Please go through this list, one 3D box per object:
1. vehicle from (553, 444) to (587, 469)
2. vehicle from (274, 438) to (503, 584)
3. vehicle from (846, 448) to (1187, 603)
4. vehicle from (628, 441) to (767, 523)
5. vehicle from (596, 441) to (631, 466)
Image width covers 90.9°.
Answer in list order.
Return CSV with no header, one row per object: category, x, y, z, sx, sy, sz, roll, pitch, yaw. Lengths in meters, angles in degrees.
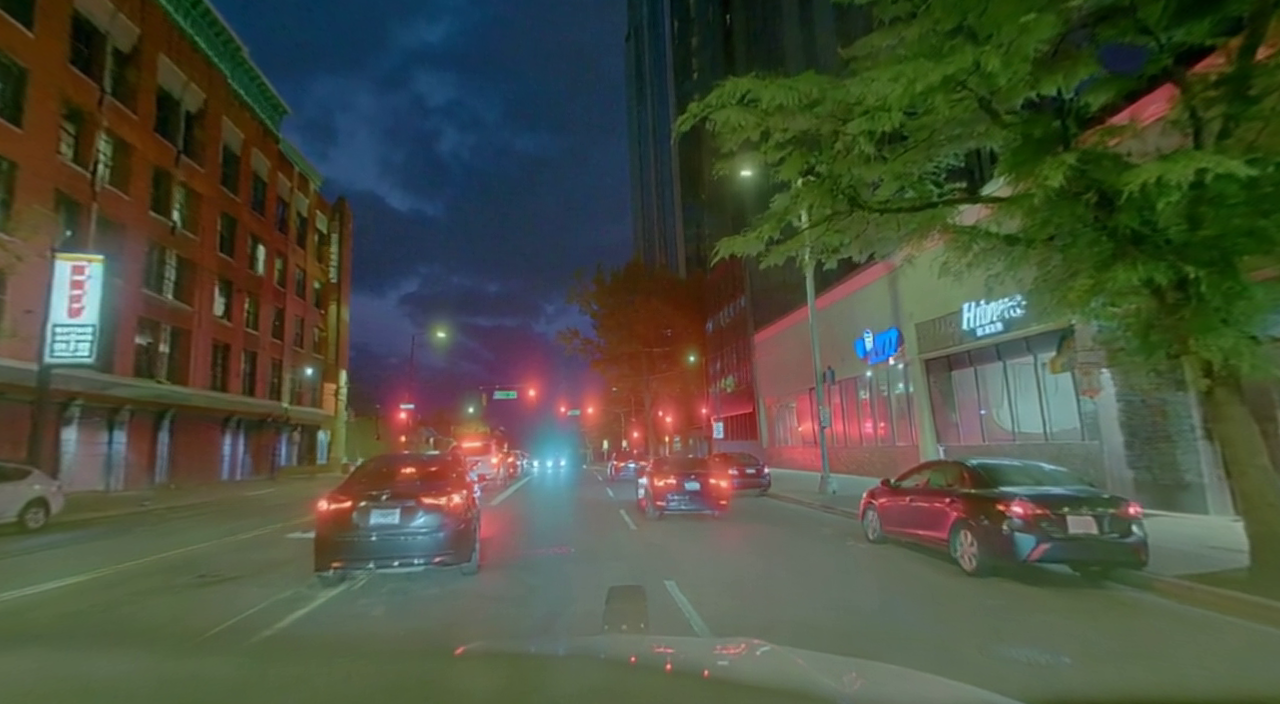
vehicle,-4.563,6.766,41.077,2.102,1.521,4.078,1,-9,-6
vehicle,-3.065,1.953,8.761,2.169,1.427,4.531,2,-9,-13
vehicle,4.554,2.083,8.509,1.986,1.555,3.879,1,-9,-4
vehicle,1.009,2.694,13.707,2.150,1.464,4.467,1,-9,-6
vehicle,-2.123,7.832,48.933,2.418,1.816,4.300,1,-9,-6
